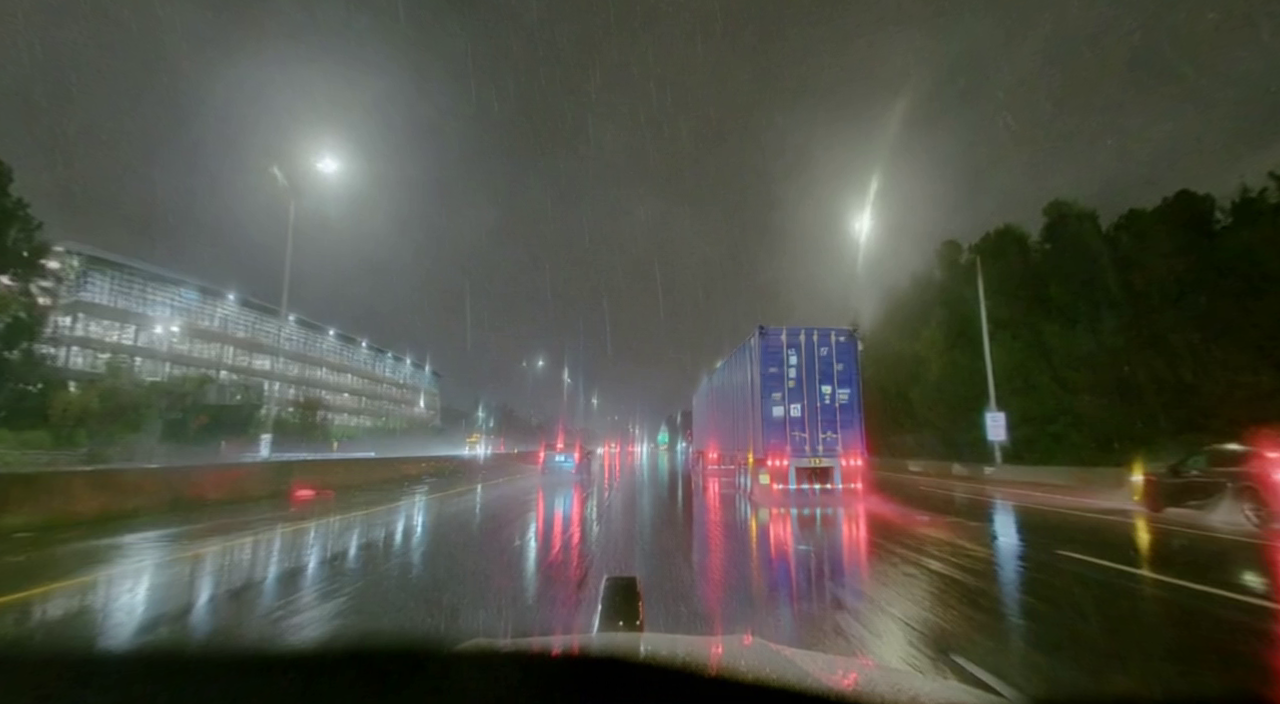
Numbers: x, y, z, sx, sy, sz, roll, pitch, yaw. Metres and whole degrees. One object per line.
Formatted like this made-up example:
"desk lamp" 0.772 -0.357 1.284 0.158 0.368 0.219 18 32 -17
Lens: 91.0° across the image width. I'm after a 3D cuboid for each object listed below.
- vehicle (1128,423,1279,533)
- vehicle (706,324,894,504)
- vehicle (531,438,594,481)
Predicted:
"vehicle" 12.069 2.308 11.708 2.129 1.874 4.907 0 -9 2
"vehicle" 4.245 2.352 20.841 2.893 3.992 13.605 0 -9 1
"vehicle" -2.975 4.234 25.010 1.954 1.528 4.010 0 -9 1
